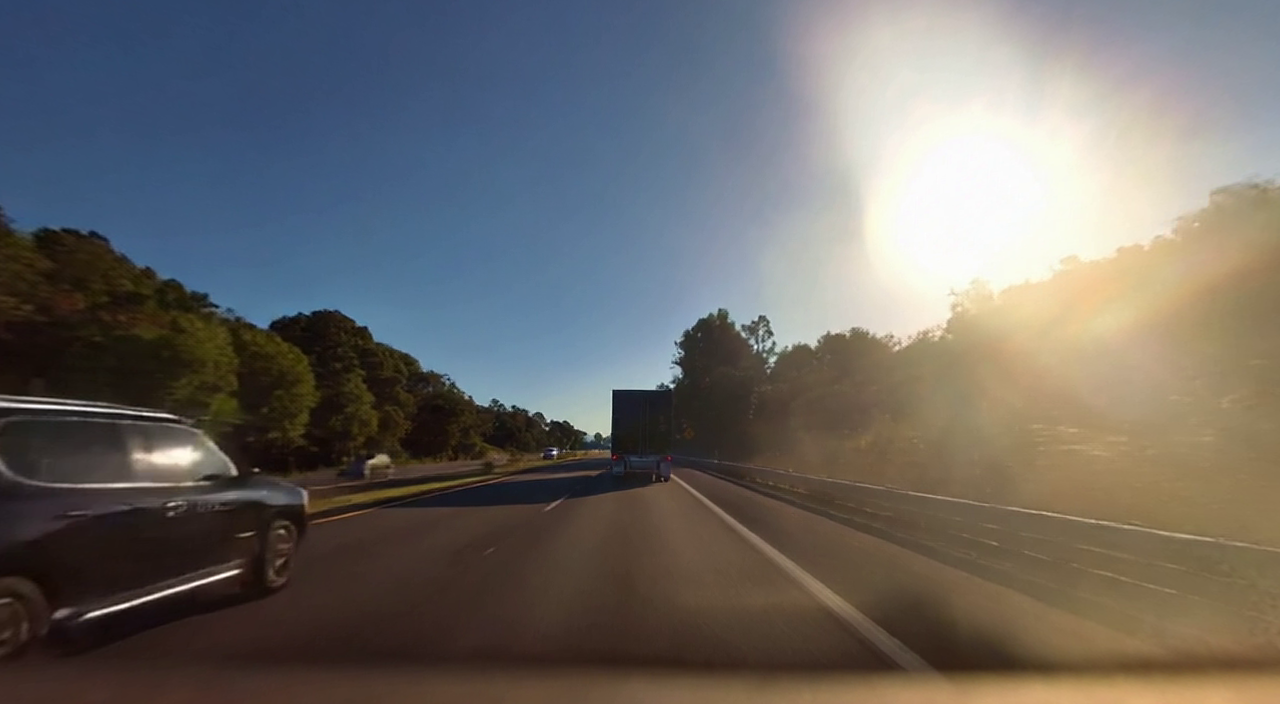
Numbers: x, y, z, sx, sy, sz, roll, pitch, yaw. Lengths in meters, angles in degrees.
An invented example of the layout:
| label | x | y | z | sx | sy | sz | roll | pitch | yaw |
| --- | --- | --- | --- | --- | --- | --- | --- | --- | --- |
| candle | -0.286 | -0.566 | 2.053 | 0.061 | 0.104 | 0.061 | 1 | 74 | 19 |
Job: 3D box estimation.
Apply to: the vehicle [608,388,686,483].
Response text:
| label | x | y | z | sx | sy | sz | roll | pitch | yaw |
| --- | --- | --- | --- | --- | --- | --- | --- | --- | --- |
| vehicle | 0.114 | 3.760 | 27.882 | 2.913 | 3.530 | 8.648 | 0 | -9 | -2 |

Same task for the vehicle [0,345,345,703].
| label | x | y | z | sx | sy | sz | roll | pitch | yaw |
| --- | --- | --- | --- | --- | --- | --- | --- | --- | --- |
| vehicle | -3.558 | 0.900 | 2.998 | 2.160 | 1.661 | 4.388 | 0 | -9 | 0 |

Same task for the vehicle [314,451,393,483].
| label | x | y | z | sx | sy | sz | roll | pitch | yaw |
| --- | --- | --- | --- | --- | --- | --- | --- | --- | --- |
| vehicle | -14.487 | 5.805 | 32.165 | 1.906 | 1.484 | 4.437 | 0 | -9 | 0 |
